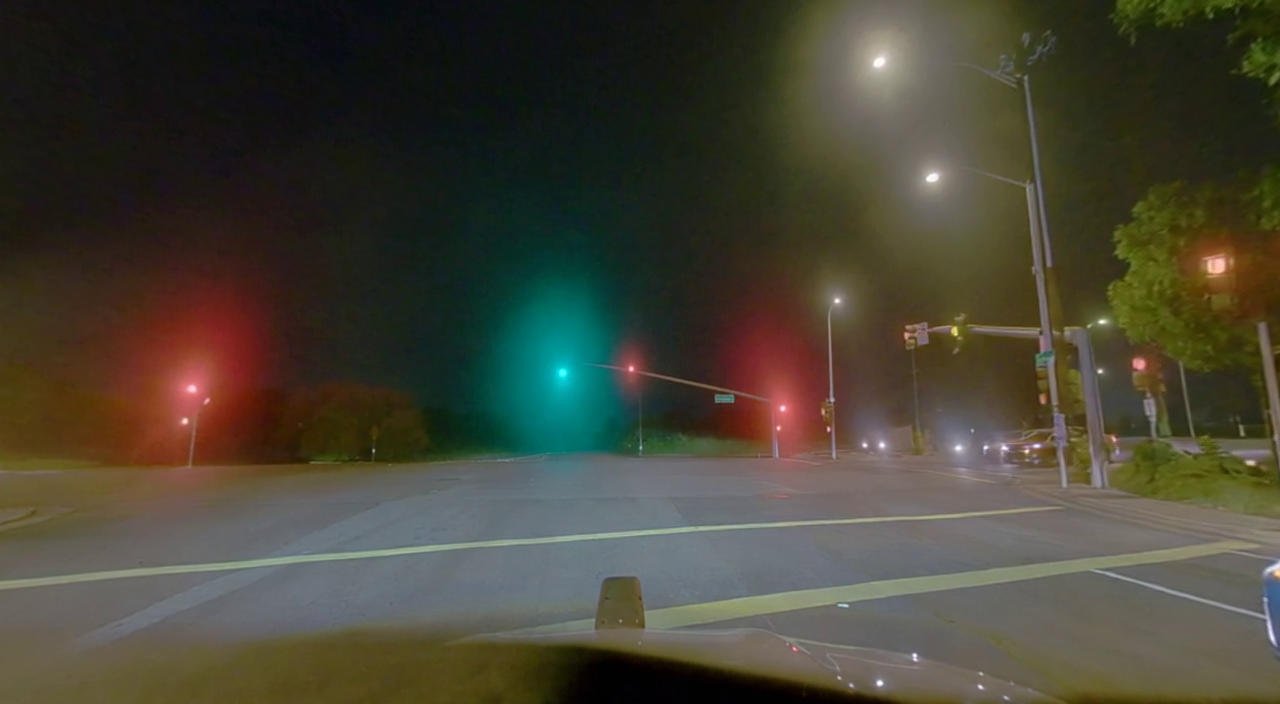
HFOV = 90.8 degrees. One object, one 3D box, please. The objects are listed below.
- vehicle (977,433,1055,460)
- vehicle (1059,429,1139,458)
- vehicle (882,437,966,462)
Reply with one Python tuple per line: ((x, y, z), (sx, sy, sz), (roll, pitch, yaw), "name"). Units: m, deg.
((26.964, 6.736, 45.259), (5.032, 1.828, 2.183), (4, -9, -24), "vehicle")
((36.150, 7.202, 49.673), (6.148, 2.119, 2.473), (4, -10, -28), "vehicle")
((18.712, 6.432, 41.622), (5.234, 1.549, 1.982), (4, -9, -24), "vehicle")
